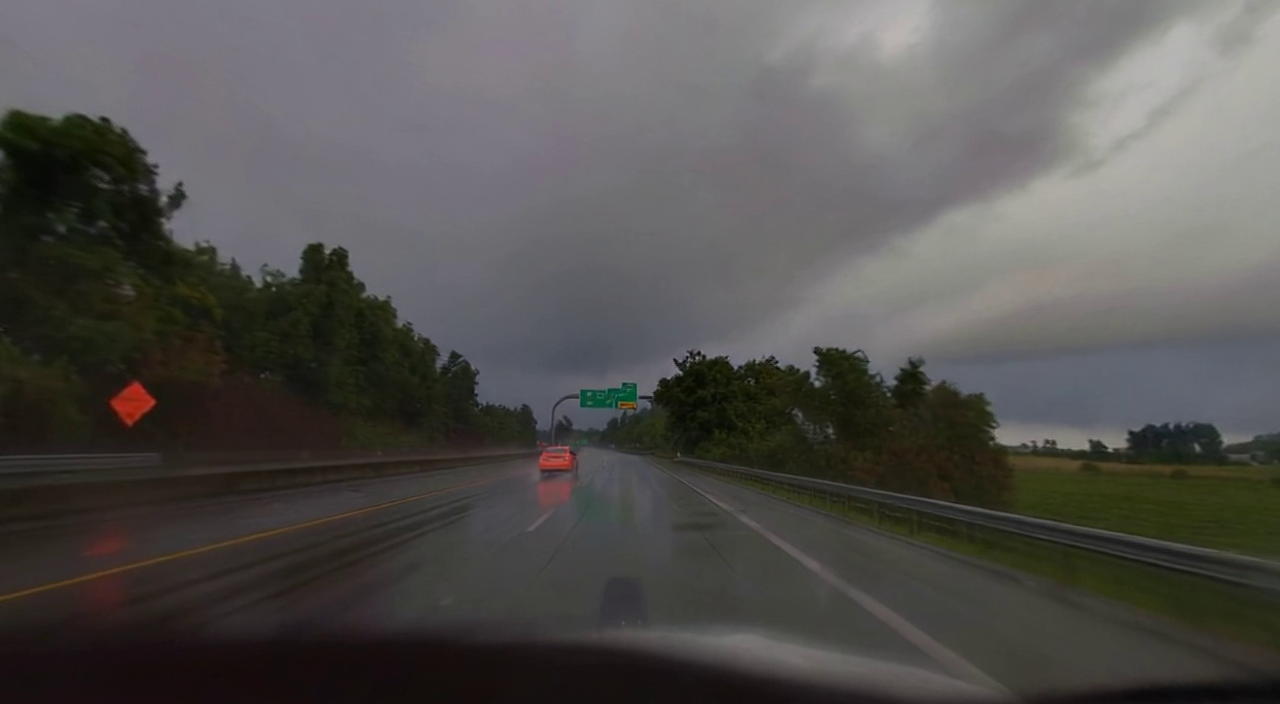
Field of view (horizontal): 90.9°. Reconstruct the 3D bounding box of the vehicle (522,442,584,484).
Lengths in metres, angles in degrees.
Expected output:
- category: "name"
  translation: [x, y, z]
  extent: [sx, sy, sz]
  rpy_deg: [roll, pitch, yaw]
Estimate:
- category: "vehicle"
  translation: [-3.446, 4.457, 25.572]
  extent: [1.990, 1.532, 3.911]
  rpy_deg: [0, -9, -1]
